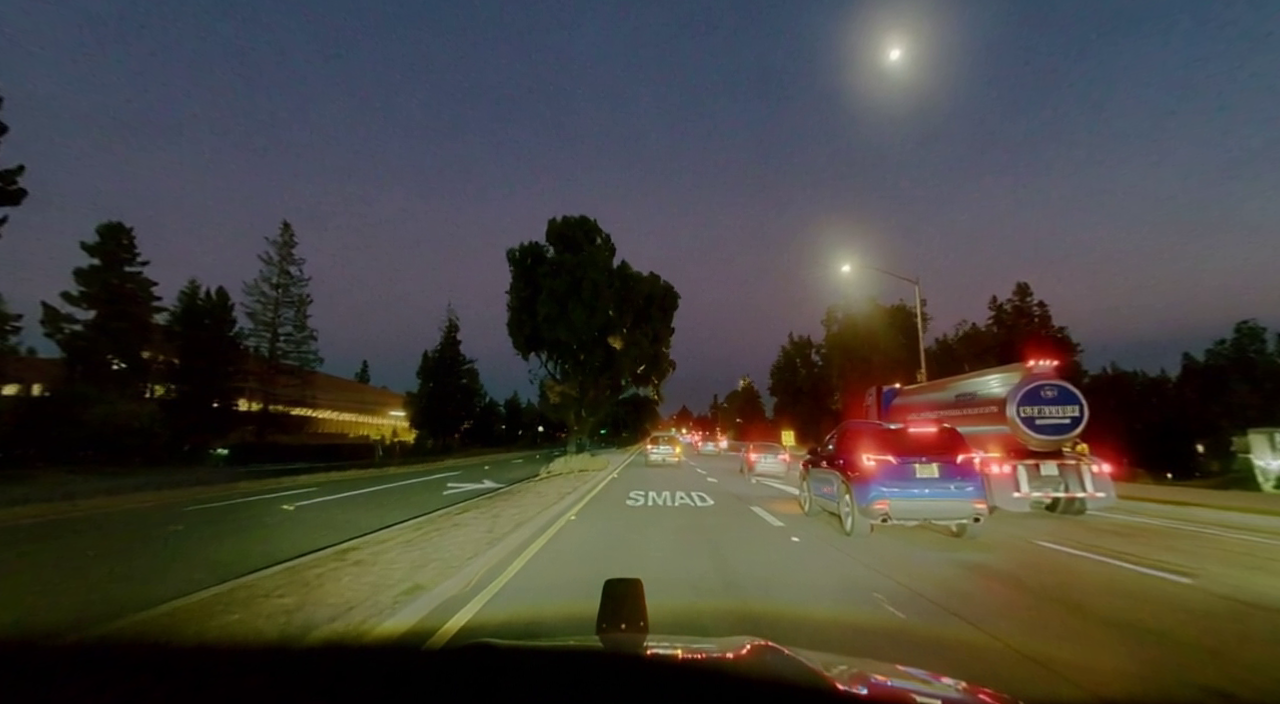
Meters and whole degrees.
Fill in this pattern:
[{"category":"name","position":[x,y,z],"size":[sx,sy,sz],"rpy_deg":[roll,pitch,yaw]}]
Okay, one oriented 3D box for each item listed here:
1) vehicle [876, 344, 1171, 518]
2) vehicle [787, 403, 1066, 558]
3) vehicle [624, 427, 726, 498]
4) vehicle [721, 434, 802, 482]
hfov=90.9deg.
[{"category":"vehicle","position":[8.258,1.905,14.847],"size":[2.849,3.207,6.275],"rpy_deg":[0,-8,-1]},{"category":"vehicle","position":[3.750,1.779,9.410],"size":[2.045,1.729,4.532],"rpy_deg":[0,-8,1]},{"category":"vehicle","position":[0.761,2.650,15.402],"size":[2.148,1.488,4.002],"rpy_deg":[0,-8,1]},{"category":"vehicle","position":[4.000,3.571,21.483],"size":[1.917,1.475,4.081],"rpy_deg":[0,-8,0]}]
